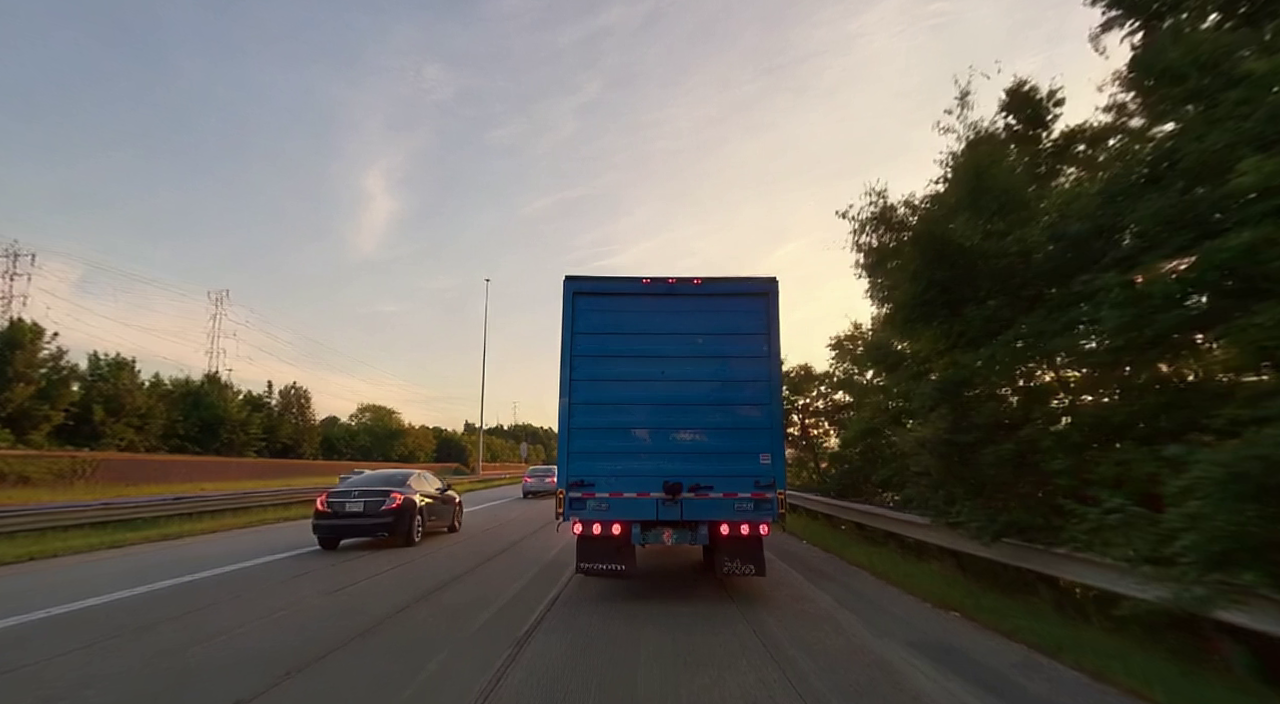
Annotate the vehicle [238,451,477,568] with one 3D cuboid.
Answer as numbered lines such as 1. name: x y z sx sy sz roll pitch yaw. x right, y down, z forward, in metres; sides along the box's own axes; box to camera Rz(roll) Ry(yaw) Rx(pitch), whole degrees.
1. vehicle: -4.258 2.467 10.472 1.891 1.469 4.431 1 -11 0

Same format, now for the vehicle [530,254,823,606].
1. vehicle: 0.543 1.492 10.685 2.831 3.529 8.689 0 -11 3
